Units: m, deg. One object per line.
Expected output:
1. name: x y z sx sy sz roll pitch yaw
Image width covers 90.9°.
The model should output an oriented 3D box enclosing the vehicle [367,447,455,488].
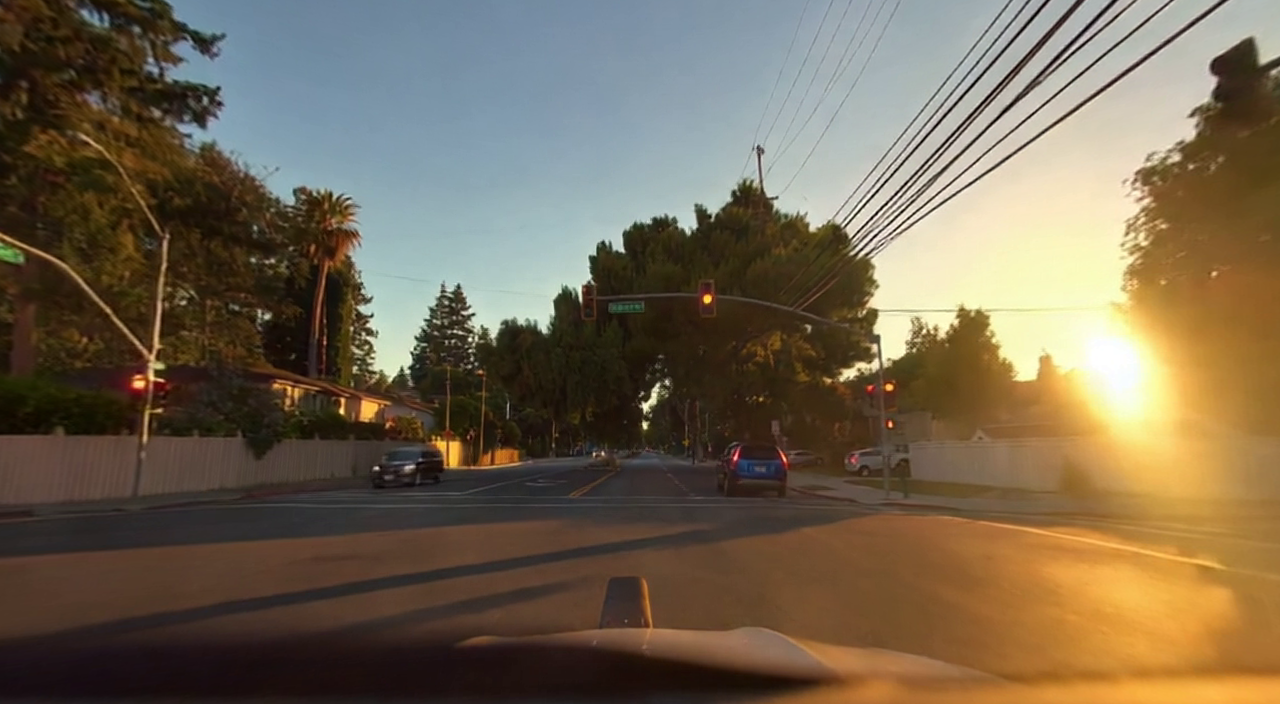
1. vehicle: -10.191 5.157 28.487 2.241 1.620 4.511 -2 -9 1

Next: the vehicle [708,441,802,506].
1. vehicle: 3.576 3.867 20.655 2.144 1.843 4.827 0 -9 0

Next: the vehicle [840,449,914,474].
1. vehicle: 15.541 7.196 41.487 4.135 1.558 1.929 0 -8 3
